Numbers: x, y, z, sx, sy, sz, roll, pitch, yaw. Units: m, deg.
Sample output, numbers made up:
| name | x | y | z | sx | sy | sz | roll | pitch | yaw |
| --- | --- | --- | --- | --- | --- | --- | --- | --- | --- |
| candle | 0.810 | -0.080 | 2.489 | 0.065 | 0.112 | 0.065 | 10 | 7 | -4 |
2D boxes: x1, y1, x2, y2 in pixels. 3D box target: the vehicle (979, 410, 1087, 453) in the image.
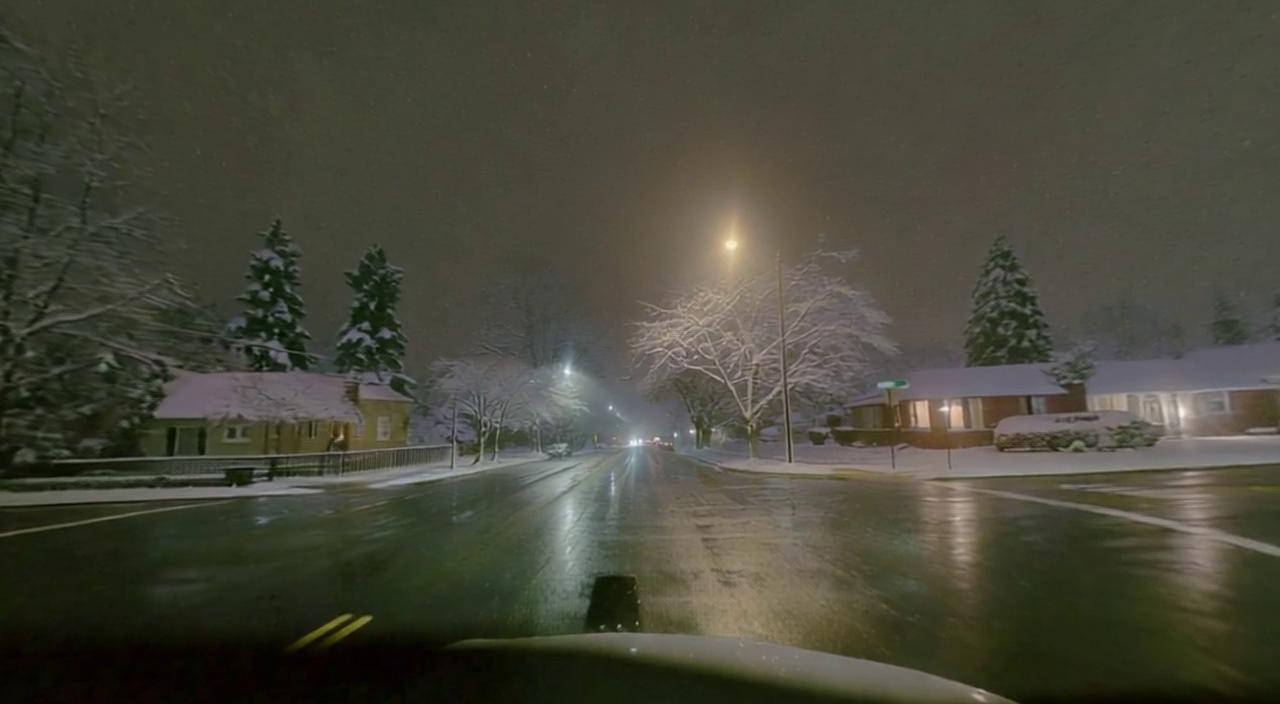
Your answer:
| name | x | y | z | sx | sy | sz | roll | pitch | yaw |
| --- | --- | --- | --- | --- | --- | --- | --- | --- | --- |
| vehicle | 16.356 | 3.392 | 26.535 | 1.829 | 1.667 | 4.437 | -1 | -8 | 3 |

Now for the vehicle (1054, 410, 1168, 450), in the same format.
| name | x | y | z | sx | sy | sz | roll | pitch | yaw |
| --- | --- | --- | --- | --- | --- | --- | --- | --- | --- |
| vehicle | 19.119 | 3.248 | 25.818 | 1.803 | 1.504 | 4.324 | -1 | -8 | 8 |
